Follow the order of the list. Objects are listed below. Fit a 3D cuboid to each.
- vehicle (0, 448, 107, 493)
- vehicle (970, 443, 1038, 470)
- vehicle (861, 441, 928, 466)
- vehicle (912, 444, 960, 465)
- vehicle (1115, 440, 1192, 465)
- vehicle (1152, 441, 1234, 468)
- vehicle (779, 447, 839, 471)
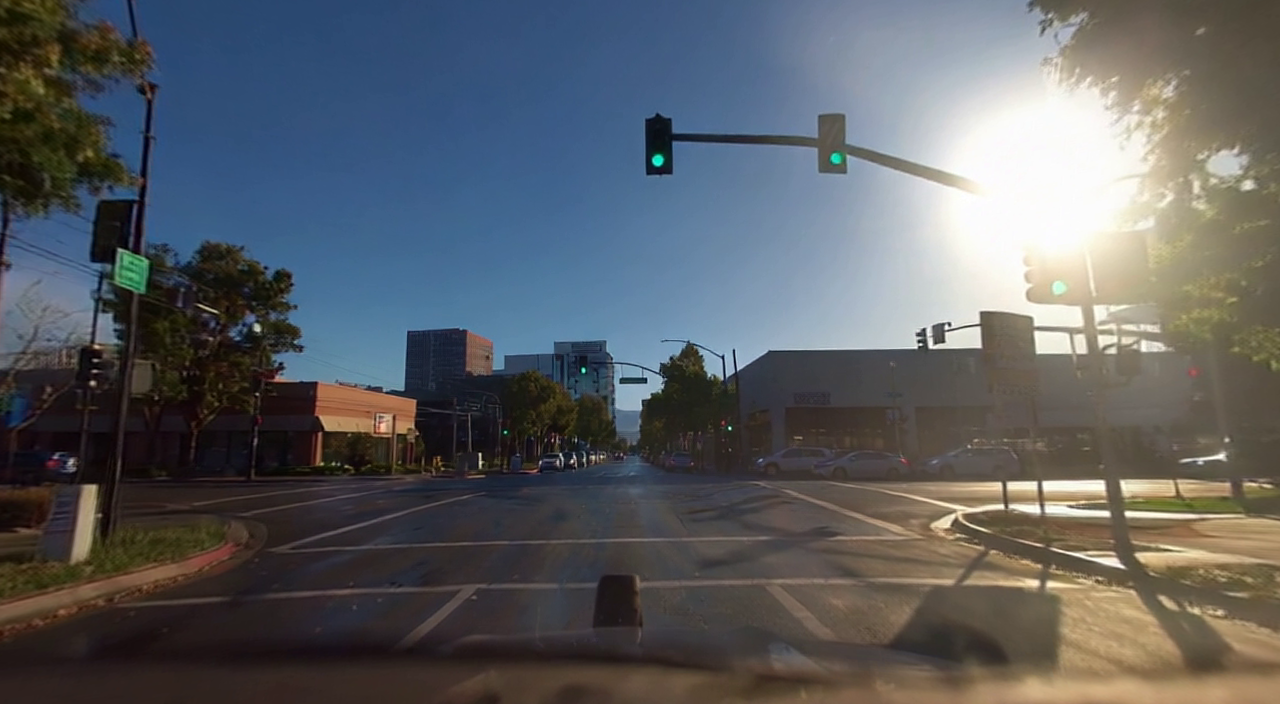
[{"bbox_3d":[-22.824,4.370,23.237,4.362,1.593,1.936,-1,-9,2],"label":"vehicle"},{"bbox_3d":[20.949,5.993,36.243,1.851,1.388,3.475,0,-7,1],"label":"vehicle"},{"bbox_3d":[16.949,6.760,41.643,4.522,1.546,1.941,6,-11,-35],"label":"vehicle"},{"bbox_3d":[21.844,7.598,46.397,1.923,1.463,3.758,-1,-9,3],"label":"vehicle"},{"bbox_3d":[29.078,5.688,35.591,1.591,1.332,3.202,-2,-8,0],"label":"vehicle"},{"bbox_3d":[31.448,5.826,35.762,1.612,1.402,3.320,-1,-9,0],"label":"vehicle"},{"bbox_3d":[11.130,7.011,41.220,1.955,1.508,4.295,-9,-12,42],"label":"vehicle"}]
